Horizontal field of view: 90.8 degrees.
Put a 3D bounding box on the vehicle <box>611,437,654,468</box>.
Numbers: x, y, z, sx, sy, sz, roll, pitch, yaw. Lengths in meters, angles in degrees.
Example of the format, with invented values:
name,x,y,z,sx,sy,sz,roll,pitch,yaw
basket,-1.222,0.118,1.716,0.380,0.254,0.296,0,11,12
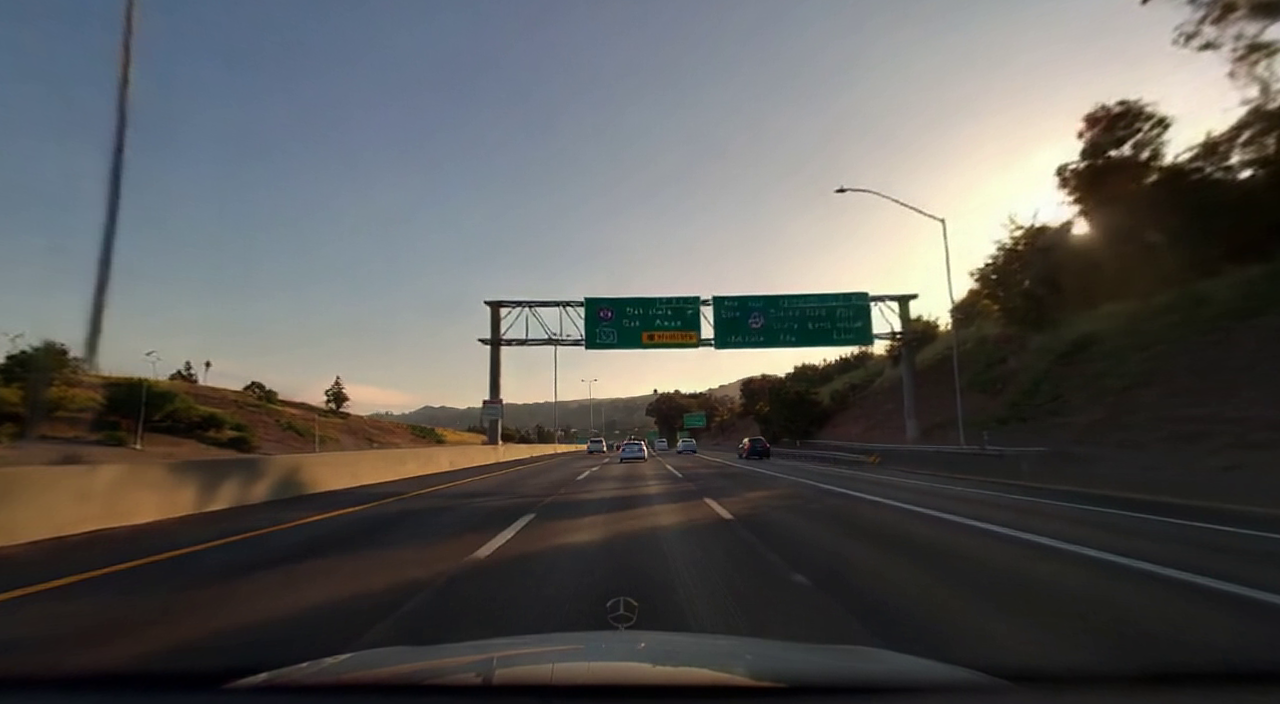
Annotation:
name,x,y,z,sx,sy,sz,roll,pitch,yaw
vehicle,-0.377,4.983,31.477,1.985,1.457,4.227,0,-8,-1

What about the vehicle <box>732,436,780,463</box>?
name,x,y,z,sx,sy,sz,roll,pitch,yaw
vehicle,6.833,5.814,37.677,1.935,1.478,4.433,0,-8,-1
